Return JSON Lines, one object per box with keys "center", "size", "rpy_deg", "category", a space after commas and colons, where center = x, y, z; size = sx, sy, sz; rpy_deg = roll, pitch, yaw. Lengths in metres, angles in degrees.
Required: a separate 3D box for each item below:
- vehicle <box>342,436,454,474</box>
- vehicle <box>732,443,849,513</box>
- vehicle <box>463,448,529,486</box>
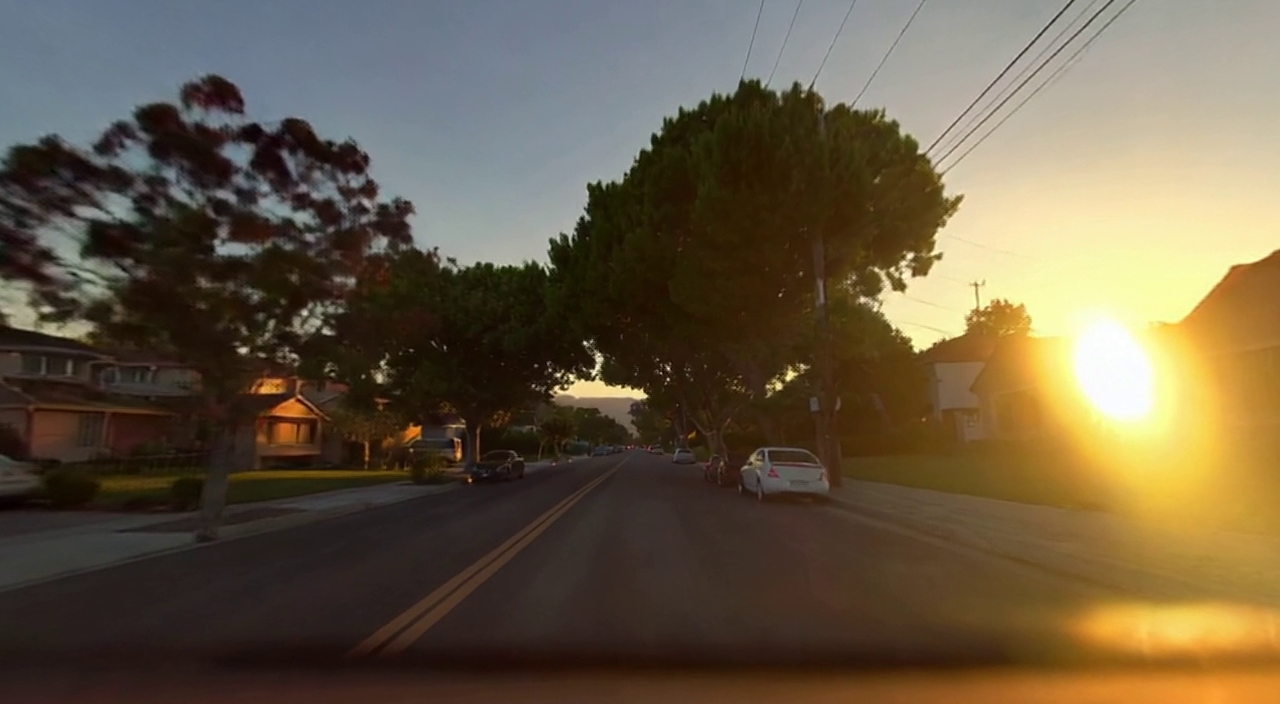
{"center": [-14.273, 6.119, 37.443], "size": [5.681, 2.094, 2.344], "rpy_deg": [0, -9, 0], "category": "vehicle"}
{"center": [3.758, 3.232, 16.630], "size": [1.917, 1.569, 4.460], "rpy_deg": [0, -9, -1], "category": "vehicle"}
{"center": [-6.470, 5.206, 28.823], "size": [1.985, 1.497, 4.655], "rpy_deg": [-2, -8, -1], "category": "vehicle"}
